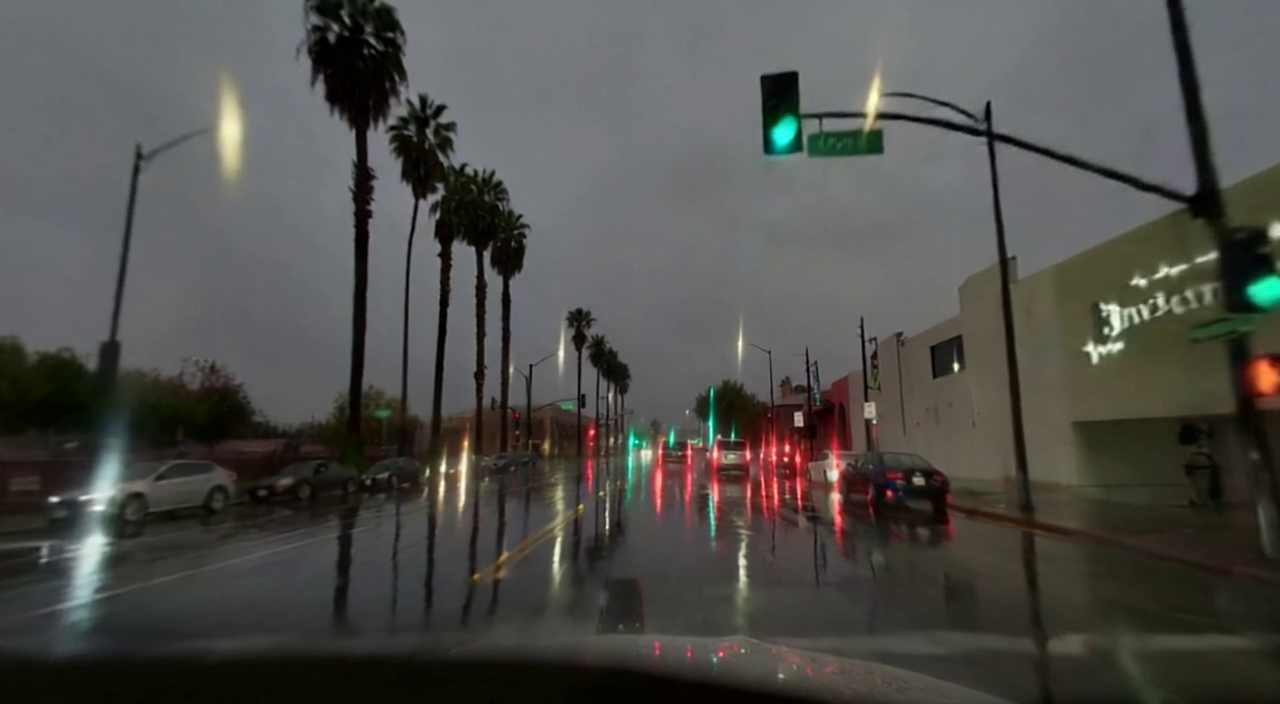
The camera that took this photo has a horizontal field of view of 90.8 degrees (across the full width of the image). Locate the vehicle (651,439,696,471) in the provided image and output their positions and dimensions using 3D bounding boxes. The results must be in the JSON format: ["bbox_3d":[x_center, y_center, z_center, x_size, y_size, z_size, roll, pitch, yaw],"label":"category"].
[{"bbox_3d":[1.660,5.109,31.473,2.088,1.452,3.993,-1,-8,3],"label":"vehicle"}]

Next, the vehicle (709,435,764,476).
[{"bbox_3d":[4.300,4.673,28.863,2.003,1.702,4.288,-1,-8,3],"label":"vehicle"}]

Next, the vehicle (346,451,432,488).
[{"bbox_3d":[-11.264,5.289,28.755,1.949,1.470,4.532,-1,-8,2],"label":"vehicle"}]

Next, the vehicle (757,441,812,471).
[{"bbox_3d":[8.388,6.067,37.085,2.174,1.643,4.860,-1,-8,2],"label":"vehicle"}]

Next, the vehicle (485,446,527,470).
[{"bbox_3d":[-9.783,7.801,46.338,1.978,1.501,4.355,-3,-11,3],"label":"vehicle"}]

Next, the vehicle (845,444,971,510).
[{"bbox_3d":[7.127,3.313,17.330,1.914,1.560,4.278,-1,-8,6],"label":"vehicle"}]

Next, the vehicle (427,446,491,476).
[{"bbox_3d":[-10.484,6.431,37.038,2.188,1.490,4.511,-3,-12,3],"label":"vehicle"}]

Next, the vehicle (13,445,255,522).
[{"bbox_3d":[-12.152,3.310,15.743,2.056,1.490,4.675,-4,-13,2],"label":"vehicle"}]

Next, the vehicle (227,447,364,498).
[{"bbox_3d":[-11.780,4.248,22.079,1.933,1.502,4.649,-3,-12,4],"label":"vehicle"}]
